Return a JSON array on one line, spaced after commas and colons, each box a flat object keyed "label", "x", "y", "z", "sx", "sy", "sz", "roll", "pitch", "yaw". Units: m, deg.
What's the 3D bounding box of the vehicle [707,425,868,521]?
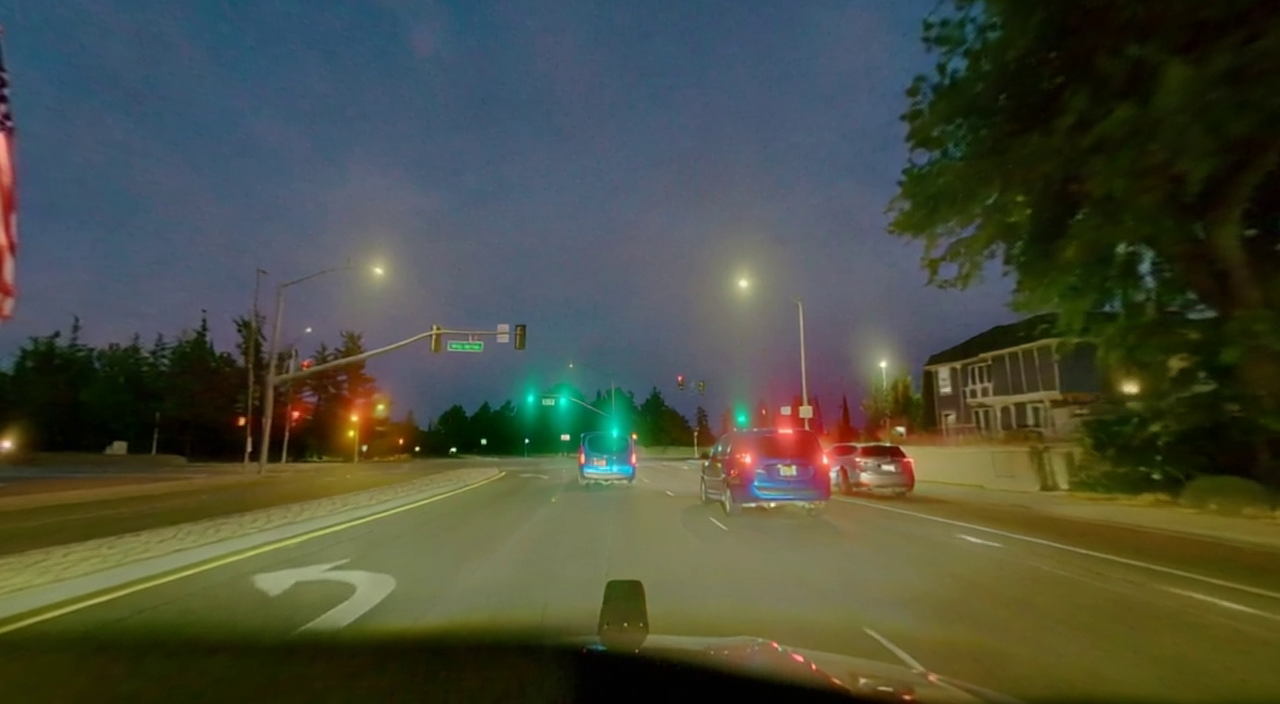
[{"label": "vehicle", "x": 2.909, "y": 2.517, "z": 13.654, "sx": 2.024, "sy": 1.686, "sz": 4.588, "roll": 0, "pitch": -9, "yaw": -5}]

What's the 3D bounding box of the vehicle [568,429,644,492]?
[{"label": "vehicle", "x": -1.241, "y": 3.515, "z": 20.761, "sx": 2.185, "sy": 1.822, "sz": 4.583, "roll": 1, "pitch": -9, "yaw": -7}]
